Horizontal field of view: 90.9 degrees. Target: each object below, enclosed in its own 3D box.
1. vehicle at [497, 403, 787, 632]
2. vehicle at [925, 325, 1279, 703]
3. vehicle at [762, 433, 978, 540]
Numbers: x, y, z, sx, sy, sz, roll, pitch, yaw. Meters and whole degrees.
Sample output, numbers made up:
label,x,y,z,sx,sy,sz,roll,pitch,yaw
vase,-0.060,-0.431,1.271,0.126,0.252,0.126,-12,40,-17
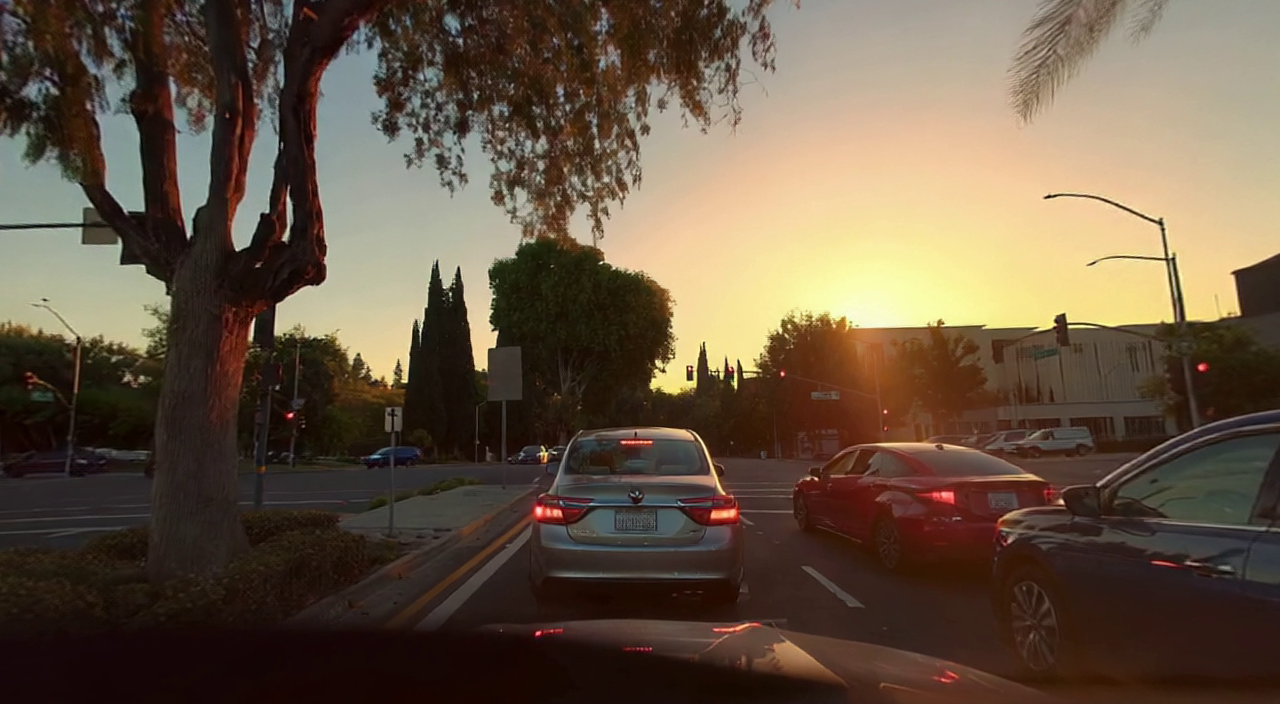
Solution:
label,x,y,z,sx,sy,sz,roll,pitch,yaw
vehicle,-0.004,1.474,6.495,2.074,1.631,3.793,0,-9,-1
vehicle,3.738,0.929,3.424,2.162,1.829,4.519,0,-9,-1
vehicle,3.709,2.258,11.291,2.054,1.482,4.654,0,-9,-1
